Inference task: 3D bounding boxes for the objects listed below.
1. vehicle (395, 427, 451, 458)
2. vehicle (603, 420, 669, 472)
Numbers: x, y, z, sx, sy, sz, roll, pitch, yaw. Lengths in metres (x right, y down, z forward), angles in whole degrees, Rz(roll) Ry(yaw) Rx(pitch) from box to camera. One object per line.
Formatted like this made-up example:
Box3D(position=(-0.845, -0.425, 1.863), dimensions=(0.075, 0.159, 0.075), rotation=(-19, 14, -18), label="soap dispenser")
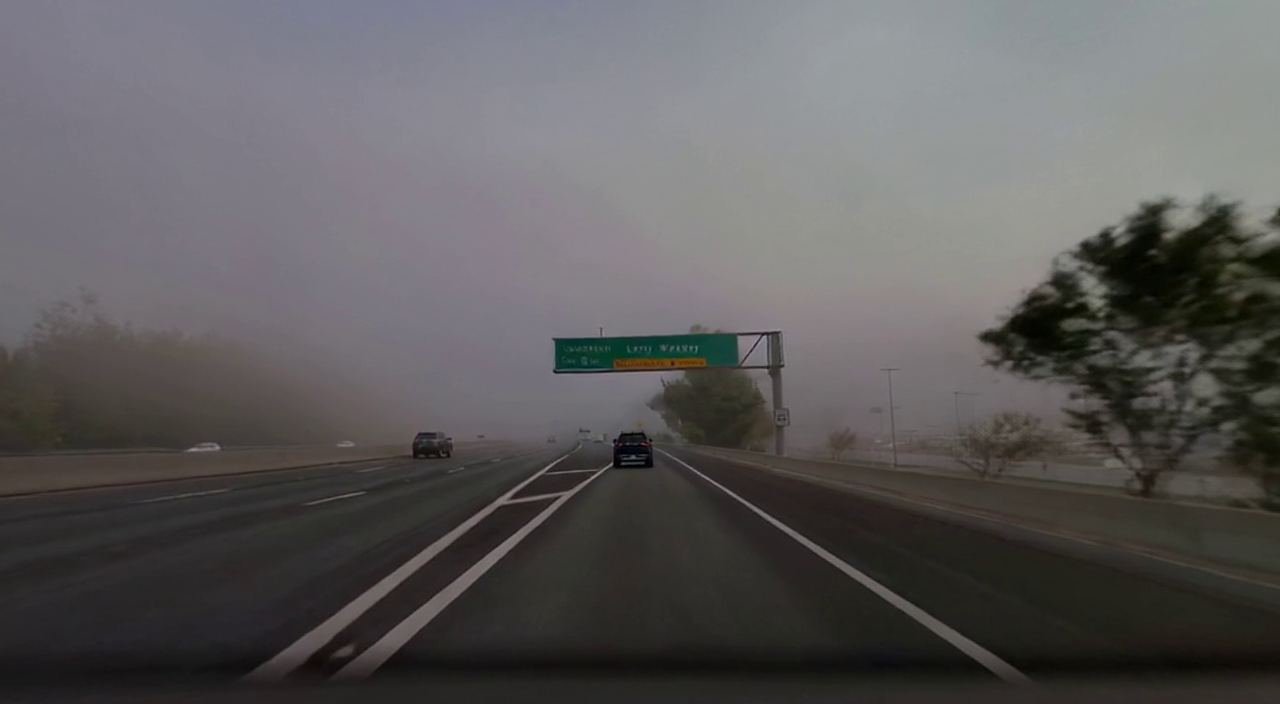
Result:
Box3D(position=(-14.760, 6.233, 43.334), dimensions=(2.289, 1.955, 5.147), rotation=(0, -8, -4), label="vehicle")
Box3D(position=(-0.184, 4.005, 27.017), dimensions=(2.497, 1.957, 5.432), rotation=(0, -8, -1), label="vehicle")
